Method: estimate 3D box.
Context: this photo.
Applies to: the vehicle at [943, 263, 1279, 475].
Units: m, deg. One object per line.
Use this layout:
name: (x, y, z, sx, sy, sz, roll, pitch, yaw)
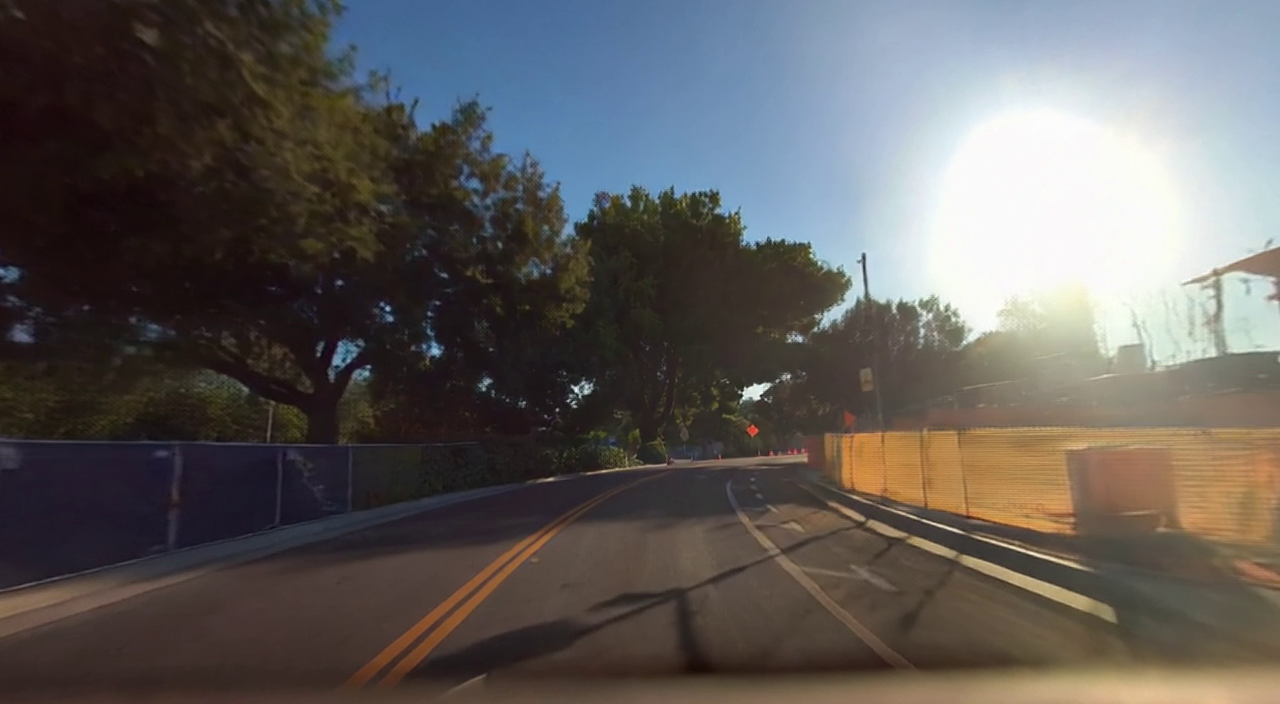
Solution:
vehicle: (11.265, 0.987, 16.073, 2.984, 3.691, 10.409, -1, -8, 7)
